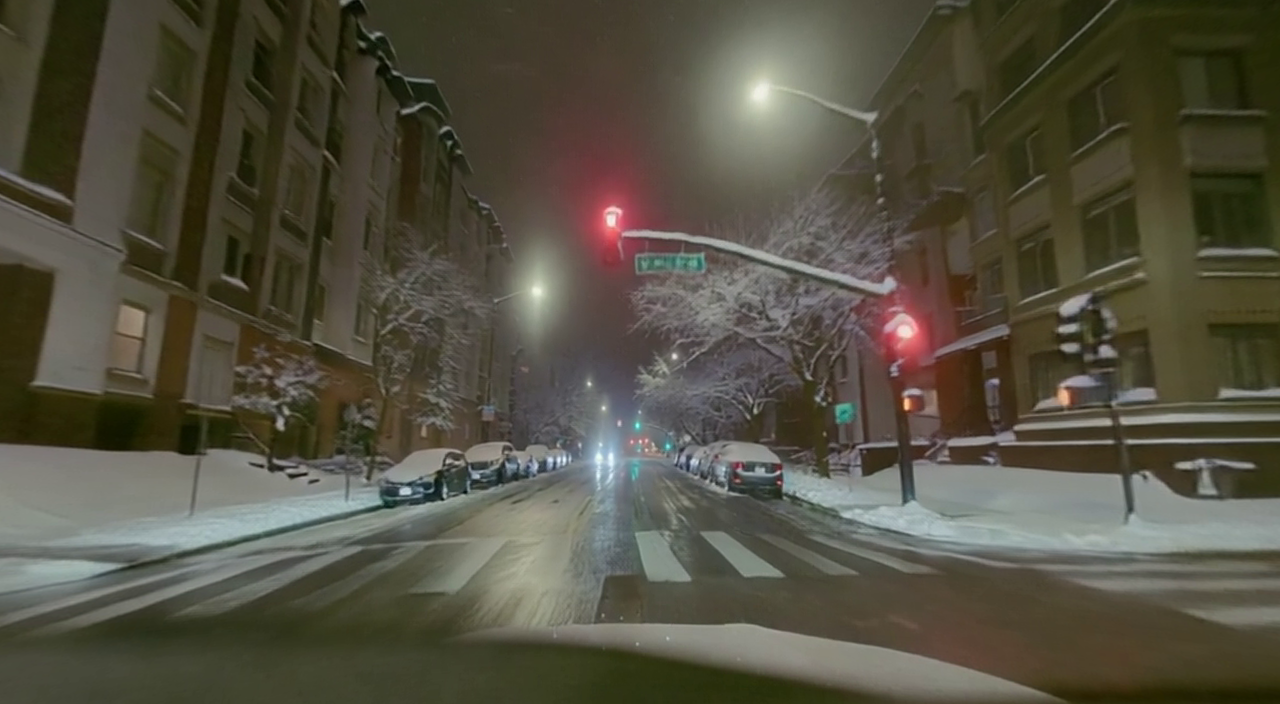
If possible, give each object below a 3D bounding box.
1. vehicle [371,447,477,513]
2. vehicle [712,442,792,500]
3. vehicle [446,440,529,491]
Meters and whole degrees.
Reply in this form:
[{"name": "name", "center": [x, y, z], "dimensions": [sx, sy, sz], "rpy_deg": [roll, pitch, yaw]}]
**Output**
[{"name": "vehicle", "center": [-6.606, 3.886, 19.833], "dimensions": [1.763, 1.612, 4.462], "rpy_deg": [-6, -8, -1]}, {"name": "vehicle", "center": [3.671, 3.966, 21.599], "dimensions": [1.924, 1.657, 4.665], "rpy_deg": [1, -8, 1]}, {"name": "vehicle", "center": [-6.346, 4.737, 26.854], "dimensions": [2.175, 1.849, 4.725], "rpy_deg": [-3, -8, 2]}]
